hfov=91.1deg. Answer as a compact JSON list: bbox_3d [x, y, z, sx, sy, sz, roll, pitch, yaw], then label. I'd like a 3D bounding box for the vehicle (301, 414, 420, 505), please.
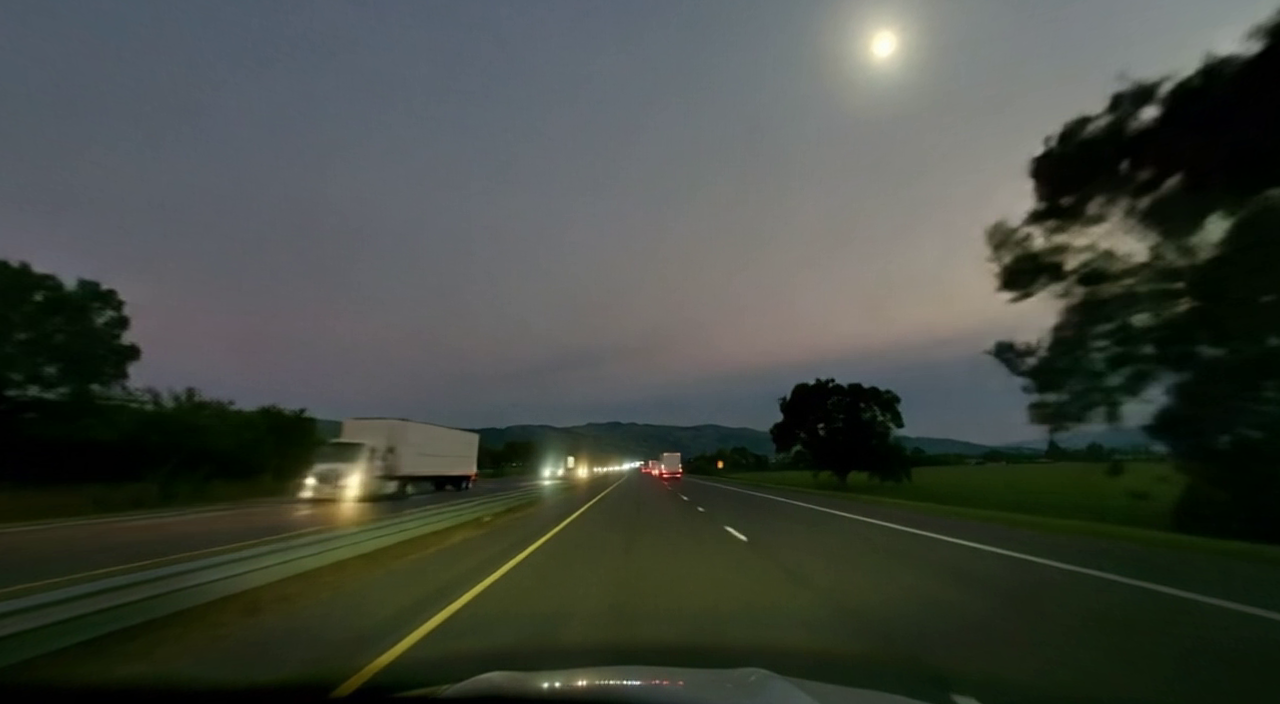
[{"bbox_3d":[-13.472,5.308,30.960,3.026,3.995,5.825,1,-11,0],"label":"vehicle"}]
